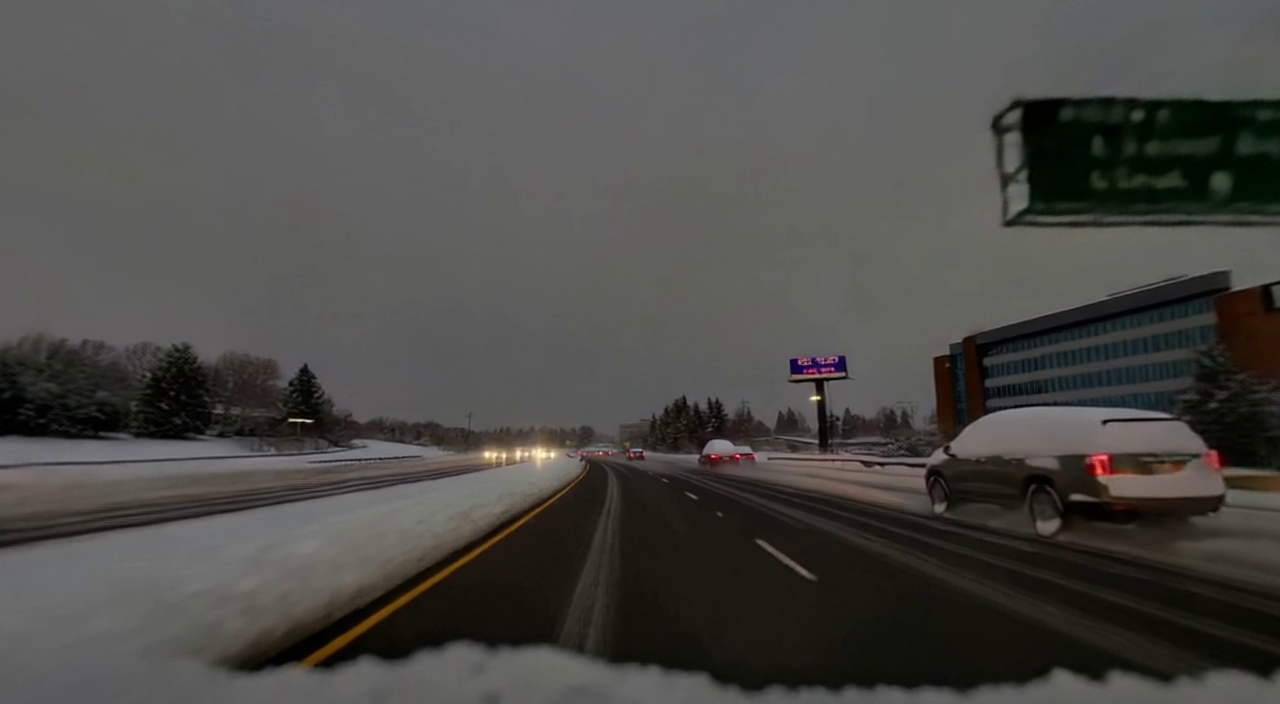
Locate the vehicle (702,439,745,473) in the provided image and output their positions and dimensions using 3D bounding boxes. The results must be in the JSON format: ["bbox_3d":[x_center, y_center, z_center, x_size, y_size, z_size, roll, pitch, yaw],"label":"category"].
[{"bbox_3d":[5.661,7.147,43.660,2.043,2.154,4.731,1,-9,-4],"label":"vehicle"}]

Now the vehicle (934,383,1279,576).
[{"bbox_3d":[6.505,1.667,8.970,2.181,1.952,4.973,0,-9,-1],"label":"vehicle"}]
